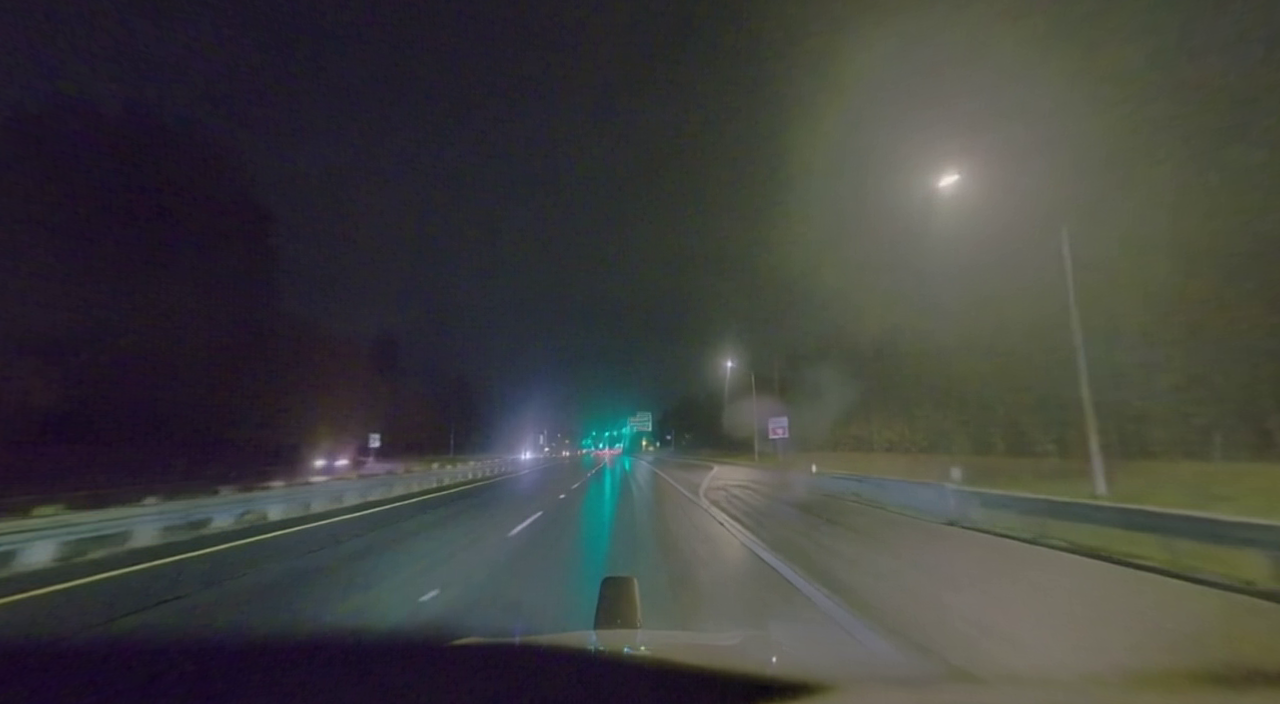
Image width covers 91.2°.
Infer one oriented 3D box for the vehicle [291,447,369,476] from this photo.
[{"bbox_3d":[-16.975,5.998,34.586,1.878,1.490,4.785,0,-9,-1],"label":"vehicle"}]
